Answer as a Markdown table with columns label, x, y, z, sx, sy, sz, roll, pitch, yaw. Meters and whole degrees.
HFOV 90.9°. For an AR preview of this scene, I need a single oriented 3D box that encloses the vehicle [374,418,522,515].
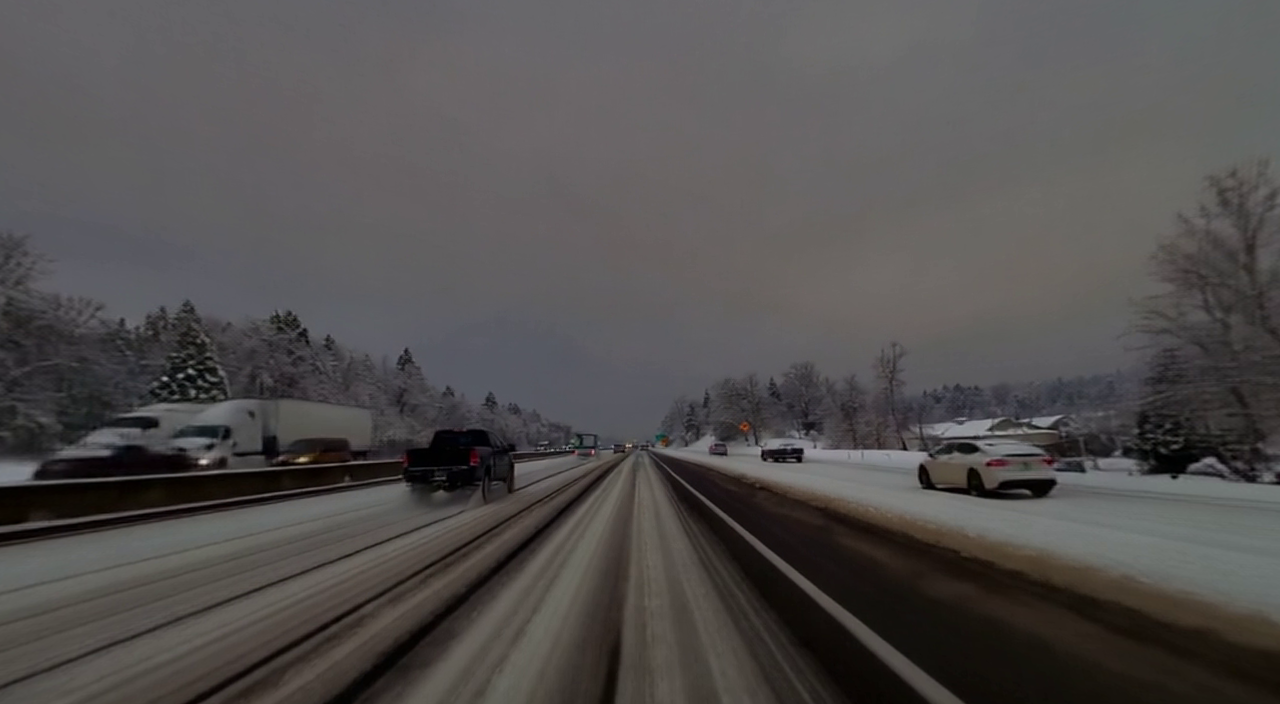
| label | x | y | z | sx | sy | sz | roll | pitch | yaw |
| --- | --- | --- | --- | --- | --- | --- | --- | --- | --- |
| vehicle | -4.304 | 2.651 | 15.106 | 1.994 | 1.911 | 4.819 | 0 | -8 | 0 |

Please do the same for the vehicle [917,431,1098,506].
| label | x | y | z | sx | sy | sz | roll | pitch | yaw |
| --- | --- | --- | --- | --- | --- | --- | --- | --- | --- |
| vehicle | 9.150 | 2.919 | 16.231 | 1.971 | 1.638 | 4.295 | 0 | -8 | -1 |

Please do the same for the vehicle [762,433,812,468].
| label | x | y | z | sx | sy | sz | roll | pitch | yaw |
| --- | --- | --- | --- | --- | --- | --- | --- | --- | --- |
| vehicle | 9.462 | 6.363 | 41.034 | 2.061 | 2.115 | 4.635 | 0 | -8 | -1 |

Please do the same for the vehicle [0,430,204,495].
| label | x | y | z | sx | sy | sz | roll | pitch | yaw |
| --- | --- | --- | --- | --- | --- | --- | --- | --- | --- |
| vehicle | -21.011 | 4.227 | 24.746 | 2.736 | 2.171 | 6.889 | 0 | -8 | 1 |

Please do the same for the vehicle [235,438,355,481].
| label | x | y | z | sx | sy | sz | roll | pitch | yaw |
| --- | --- | --- | --- | --- | --- | --- | --- | --- | --- |
| vehicle | -17.064 | 5.341 | 31.713 | 2.632 | 1.948 | 5.968 | 0 | -8 | 1 |
